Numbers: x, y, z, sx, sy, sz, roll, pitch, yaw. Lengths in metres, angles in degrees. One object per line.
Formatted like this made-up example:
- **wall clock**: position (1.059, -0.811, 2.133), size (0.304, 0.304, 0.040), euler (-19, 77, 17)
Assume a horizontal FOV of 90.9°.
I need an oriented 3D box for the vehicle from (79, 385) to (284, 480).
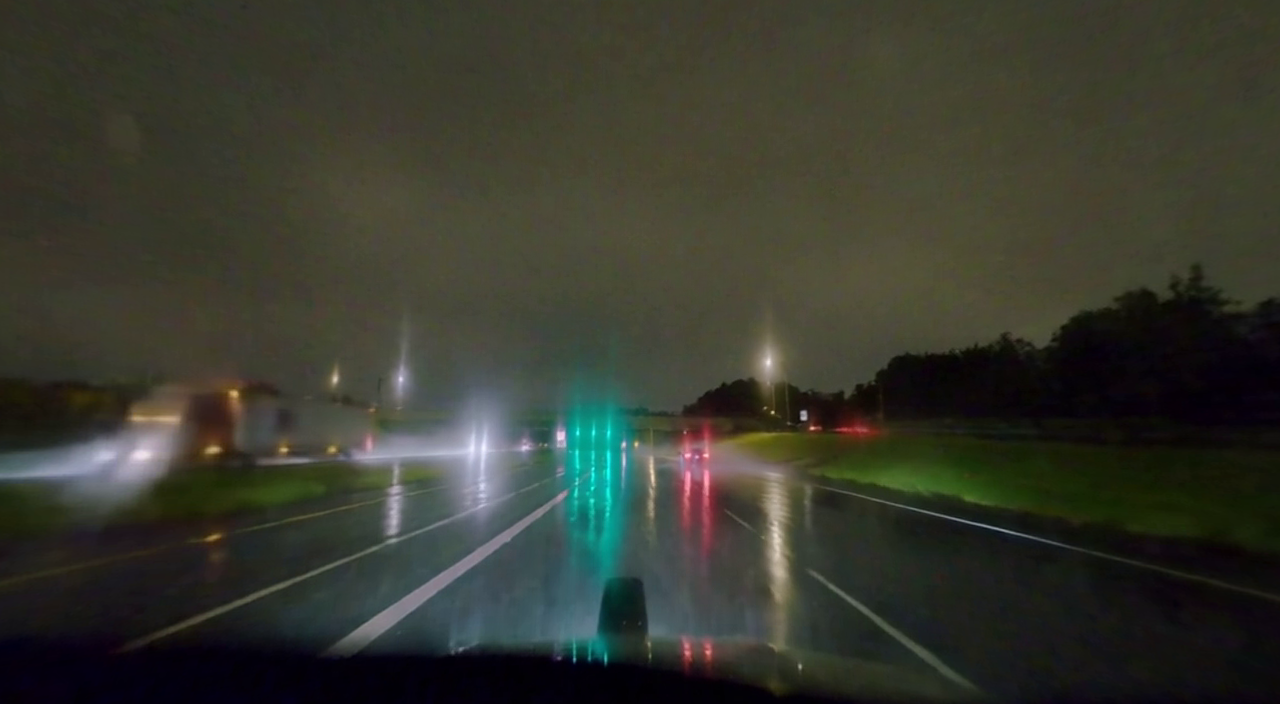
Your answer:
- **vehicle**: position (-21.996, 4.050, 31.227), size (3.659, 4.028, 8.491), euler (0, -8, 0)
